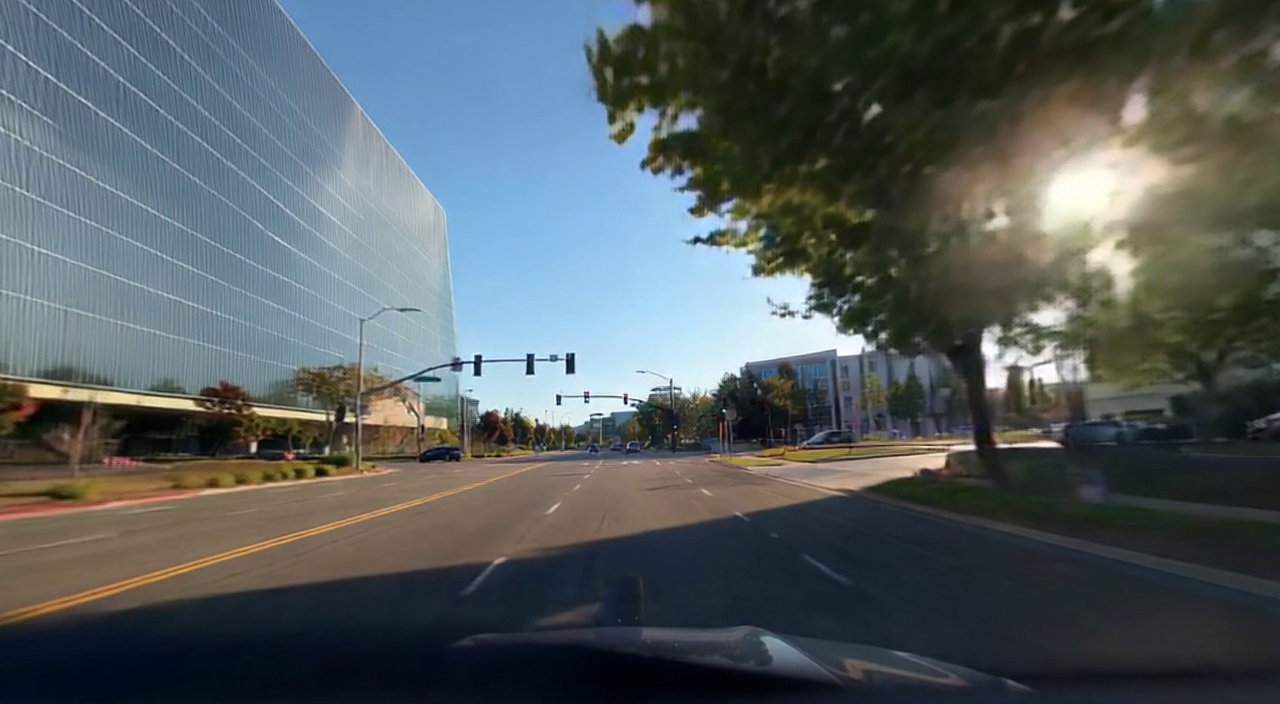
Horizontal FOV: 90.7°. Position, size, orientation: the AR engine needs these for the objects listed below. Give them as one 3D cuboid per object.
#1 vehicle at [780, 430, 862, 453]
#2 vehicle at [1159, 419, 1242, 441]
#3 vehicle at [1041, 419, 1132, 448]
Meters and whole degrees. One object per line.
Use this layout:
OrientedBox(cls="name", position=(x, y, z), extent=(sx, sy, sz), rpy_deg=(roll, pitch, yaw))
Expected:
OrientedBox(cls="vehicle", position=(11.700, 5.809, 41.089), extent=(4.670, 1.476, 2.042), rpy_deg=(0, -8, -1))
OrientedBox(cls="vehicle", position=(42.345, 5.931, 47.947), extent=(1.801, 1.495, 4.816), rpy_deg=(0, -9, -2))
OrientedBox(cls="vehicle", position=(24.343, 4.520, 34.703), extent=(1.859, 1.453, 4.076), rpy_deg=(0, -9, -2))
